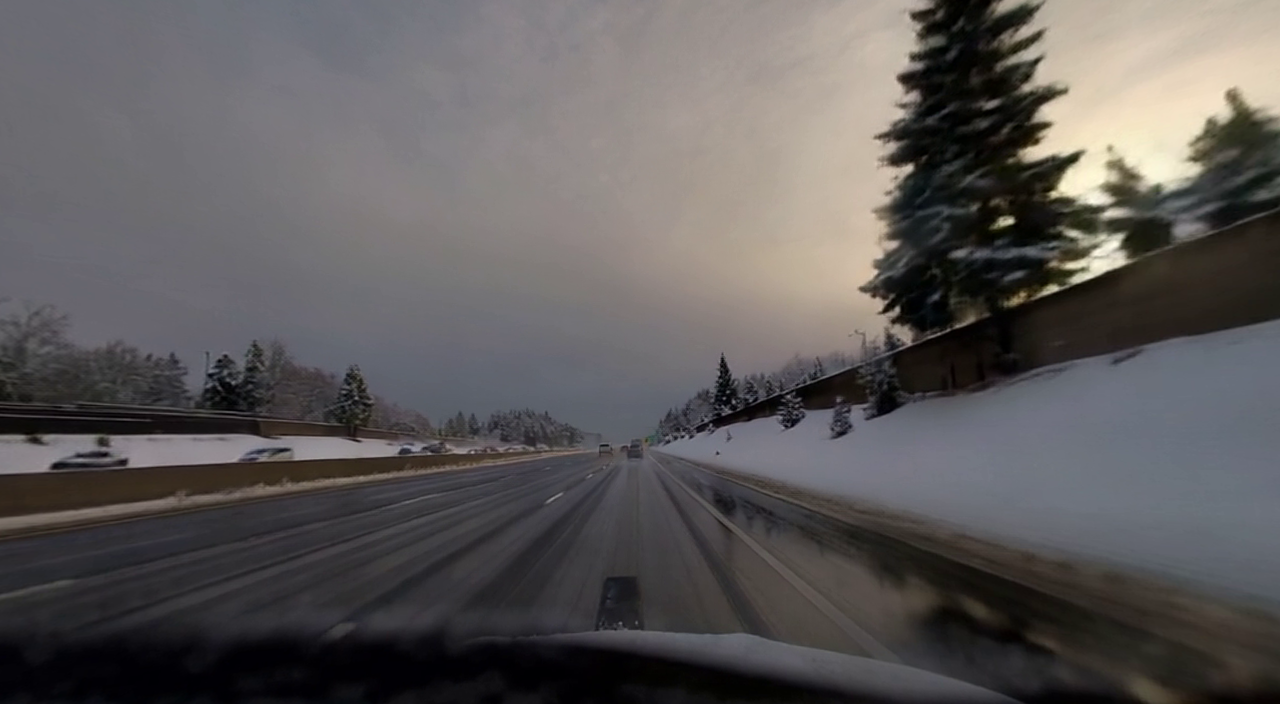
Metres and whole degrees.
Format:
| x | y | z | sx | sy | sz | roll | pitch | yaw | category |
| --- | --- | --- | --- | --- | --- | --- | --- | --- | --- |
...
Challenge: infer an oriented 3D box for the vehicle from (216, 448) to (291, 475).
| x | y | z | sx | sy | sz | roll | pitch | yaw | category |
| --- | --- | --- | --- | --- | --- | --- | --- | --- | --- |
| -26.143 | 7.395 | 42.803 | 2.050 | 1.749 | 4.770 | 0 | -9 | 1 | vehicle |

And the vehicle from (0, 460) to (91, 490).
| x | y | z | sx | sy | sz | roll | pitch | yaw | category |
| --- | --- | --- | --- | --- | --- | --- | --- | --- | --- |
| -33.360 | 6.753 | 34.919 | 1.804 | 1.475 | 4.380 | 0 | -9 | 0 | vehicle |
